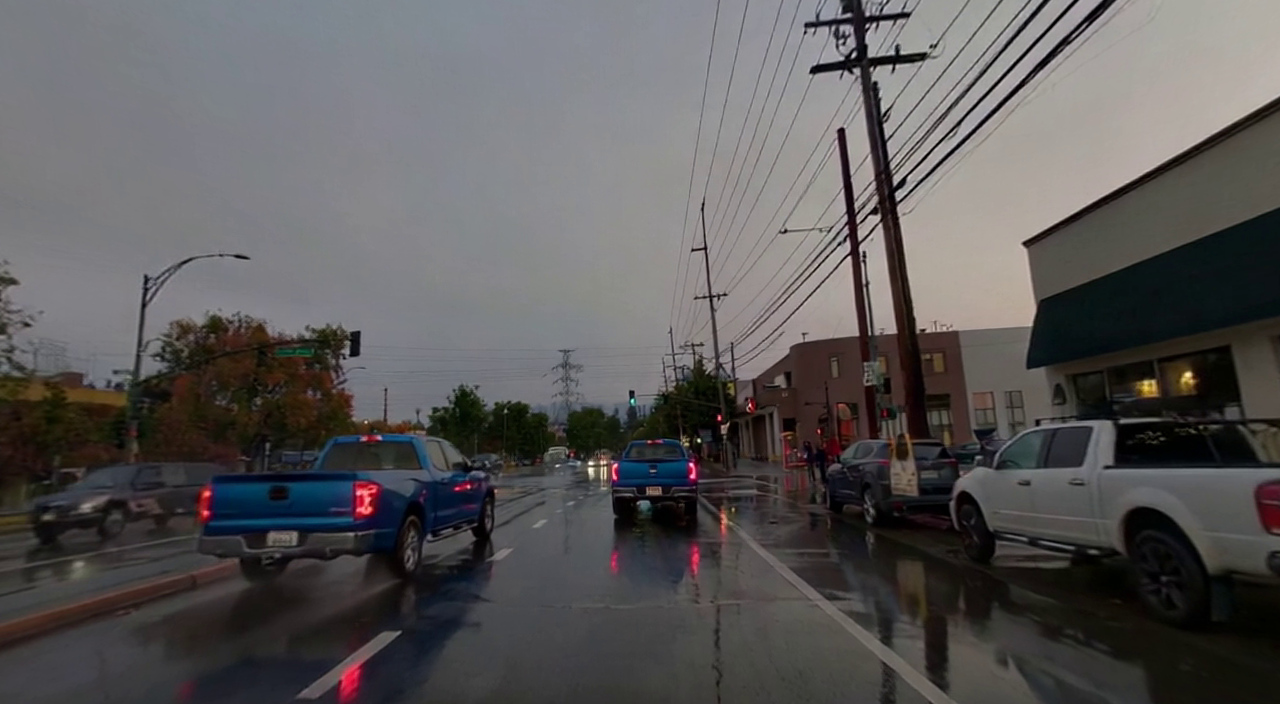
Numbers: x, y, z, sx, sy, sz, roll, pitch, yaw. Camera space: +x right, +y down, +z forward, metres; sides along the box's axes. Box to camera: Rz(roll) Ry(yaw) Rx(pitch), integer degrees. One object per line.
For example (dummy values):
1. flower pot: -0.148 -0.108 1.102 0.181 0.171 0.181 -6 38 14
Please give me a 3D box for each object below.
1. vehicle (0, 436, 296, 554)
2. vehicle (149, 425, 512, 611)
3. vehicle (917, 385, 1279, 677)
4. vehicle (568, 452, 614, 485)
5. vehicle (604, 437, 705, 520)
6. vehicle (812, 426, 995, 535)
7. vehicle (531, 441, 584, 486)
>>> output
1. vehicle: -9.097 2.585 12.220 2.040 1.786 4.772 0 -9 1
2. vehicle: -3.141 1.772 7.770 1.995 1.554 4.618 0 -9 2
3. vehicle: 4.905 1.469 6.368 2.007 1.786 4.870 0 -9 0
4. vehicle: -2.847 6.979 37.950 2.140 1.768 5.092 0 -9 3
5. vehicle: 0.537 3.027 15.701 2.089 1.699 4.650 -1 -9 6
6. vehicle: 5.118 2.536 13.054 1.974 1.823 4.576 0 -9 3
7. vehicle: -5.766 7.941 45.316 2.619 2.948 7.193 0 -9 2
